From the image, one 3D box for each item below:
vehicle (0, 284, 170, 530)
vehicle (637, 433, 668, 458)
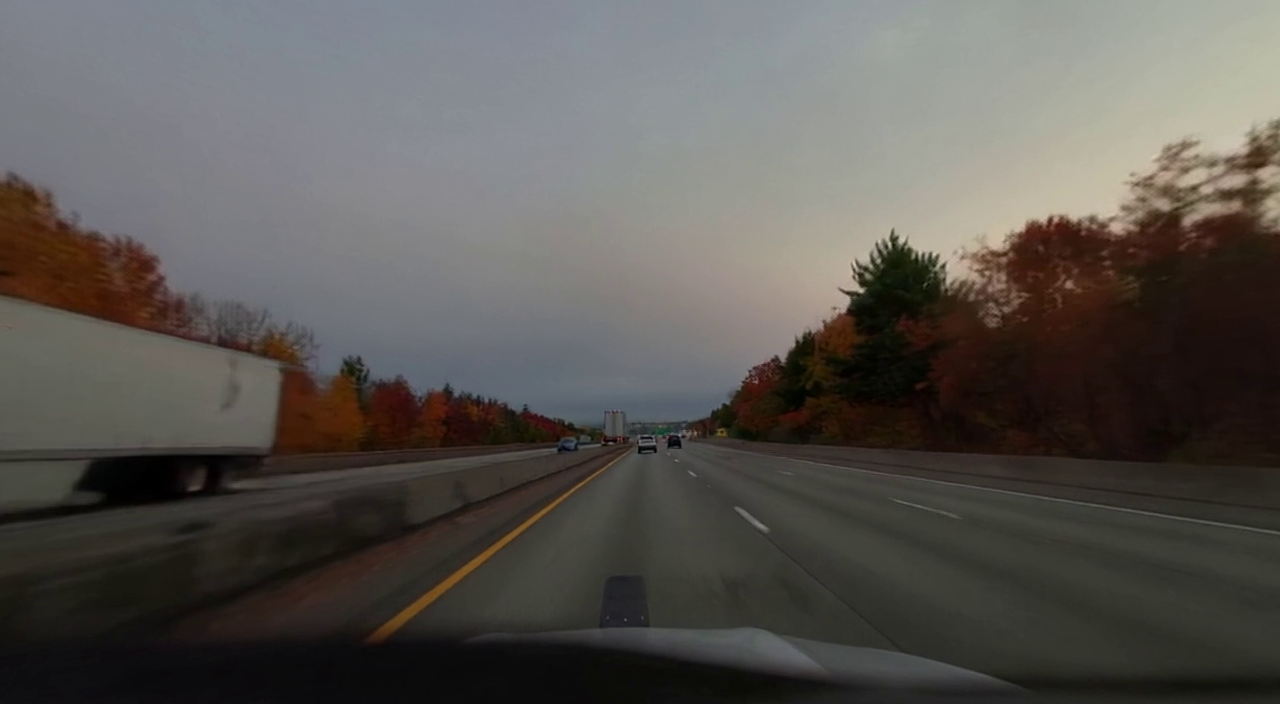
[{"bbox_3d":[-11.489,0.552,7.702,2.835,3.812,10.934,0,-8,1],"label":"vehicle"},{"bbox_3d":[0.781,6.087,40.926,1.924,1.498,3.817,0,-8,0],"label":"vehicle"}]
